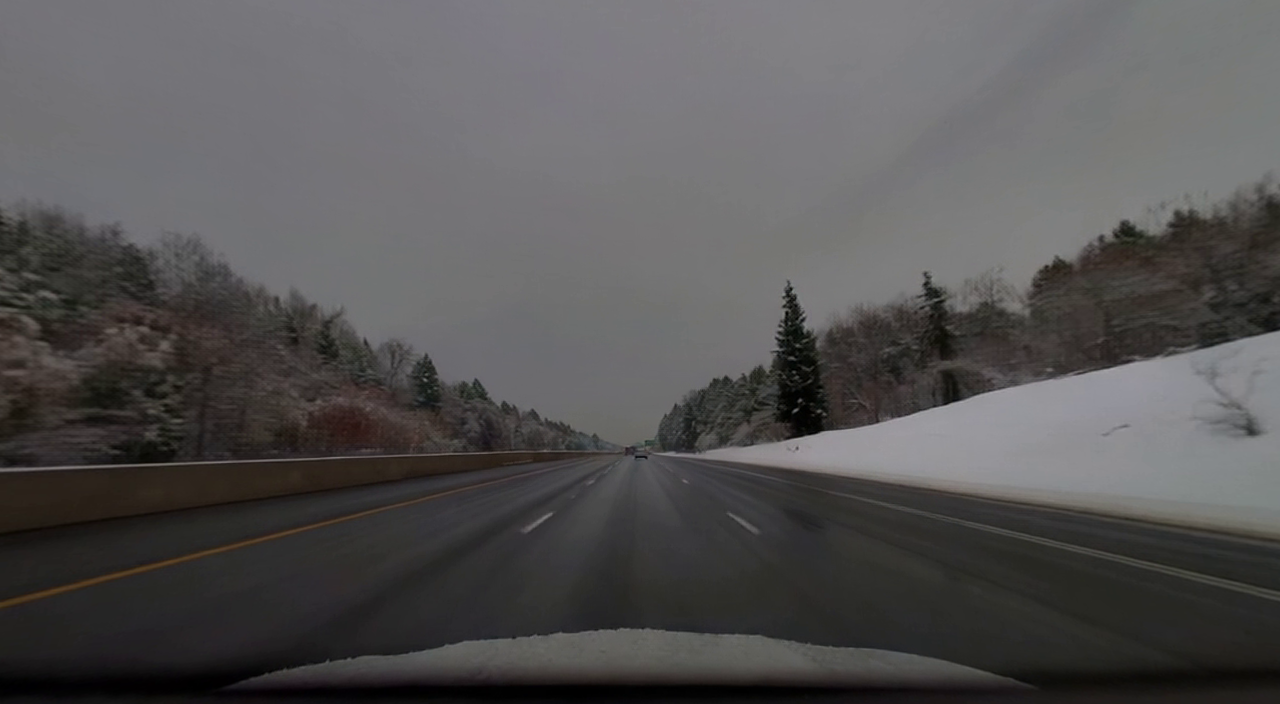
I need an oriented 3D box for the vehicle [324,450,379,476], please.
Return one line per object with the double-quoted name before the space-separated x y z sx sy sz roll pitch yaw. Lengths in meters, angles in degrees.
"vehicle" -17.668 6.774 38.691 1.611 1.456 3.621 0 -9 1
